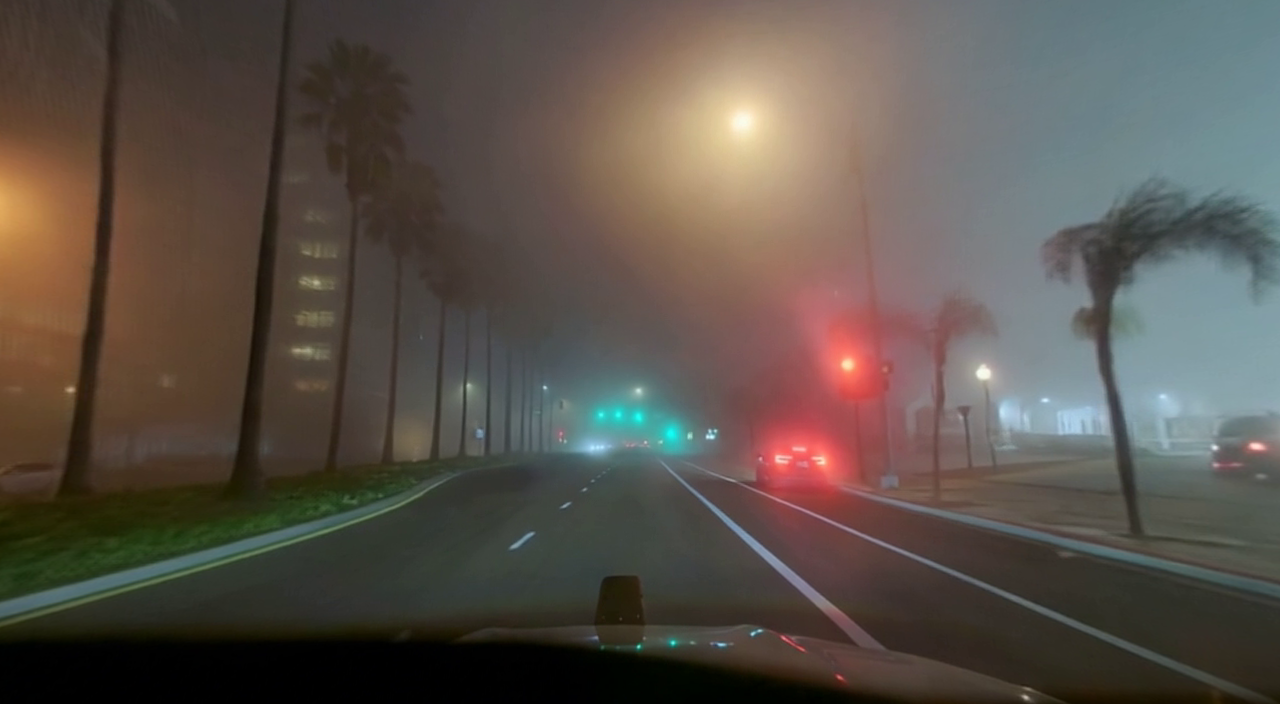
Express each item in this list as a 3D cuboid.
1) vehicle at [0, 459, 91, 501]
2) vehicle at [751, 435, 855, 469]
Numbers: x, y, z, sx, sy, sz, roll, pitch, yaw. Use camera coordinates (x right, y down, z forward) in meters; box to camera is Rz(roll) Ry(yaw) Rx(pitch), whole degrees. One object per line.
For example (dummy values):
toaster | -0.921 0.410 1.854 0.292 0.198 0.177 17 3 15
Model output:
vehicle | -23.932 4.866 24.212 1.751 1.424 4.506 0 -8 0
vehicle | 8.587 5.323 33.624 4.871 1.708 2.144 0 -9 -2
